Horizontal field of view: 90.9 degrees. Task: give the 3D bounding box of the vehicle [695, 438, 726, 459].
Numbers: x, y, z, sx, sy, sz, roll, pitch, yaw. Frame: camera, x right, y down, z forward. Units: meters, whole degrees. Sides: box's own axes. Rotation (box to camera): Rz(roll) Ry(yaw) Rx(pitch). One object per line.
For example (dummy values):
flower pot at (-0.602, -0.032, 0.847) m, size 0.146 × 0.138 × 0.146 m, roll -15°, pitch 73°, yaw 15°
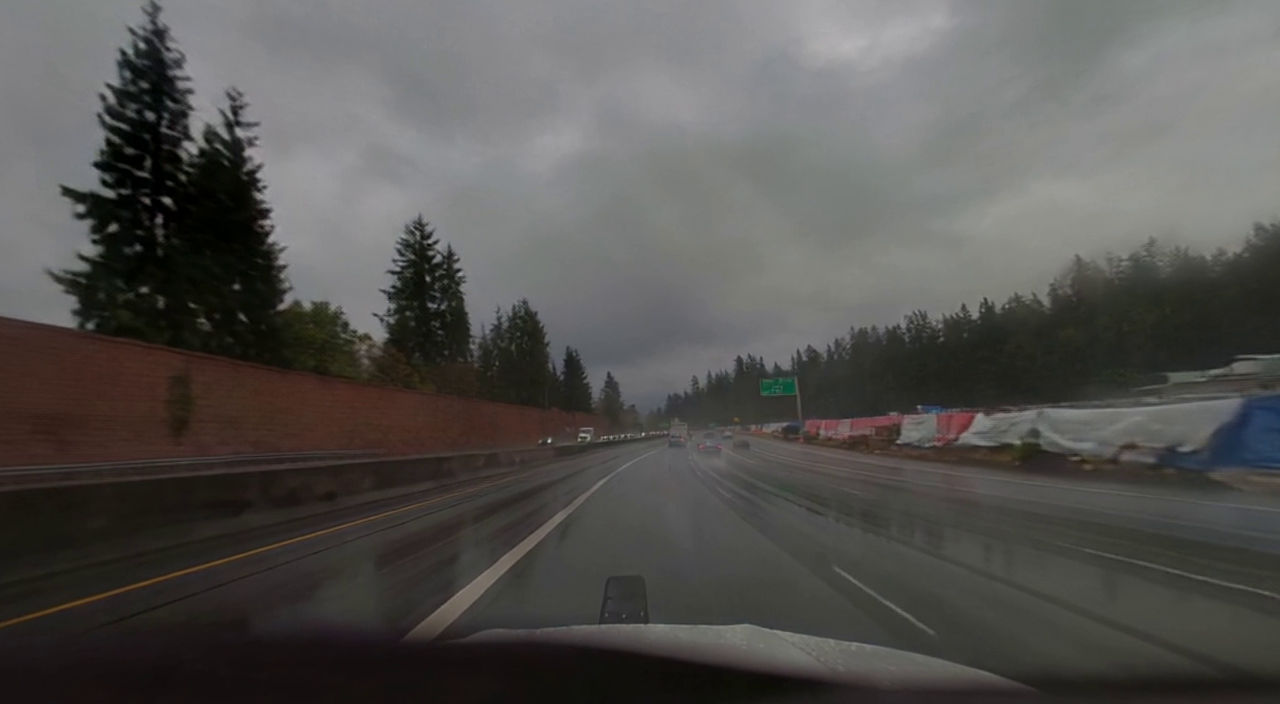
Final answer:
vehicle at (5.082, 7.022, 46.073) m, size 1.926 × 1.477 × 4.080 m, roll 0°, pitch -8°, yaw 2°
